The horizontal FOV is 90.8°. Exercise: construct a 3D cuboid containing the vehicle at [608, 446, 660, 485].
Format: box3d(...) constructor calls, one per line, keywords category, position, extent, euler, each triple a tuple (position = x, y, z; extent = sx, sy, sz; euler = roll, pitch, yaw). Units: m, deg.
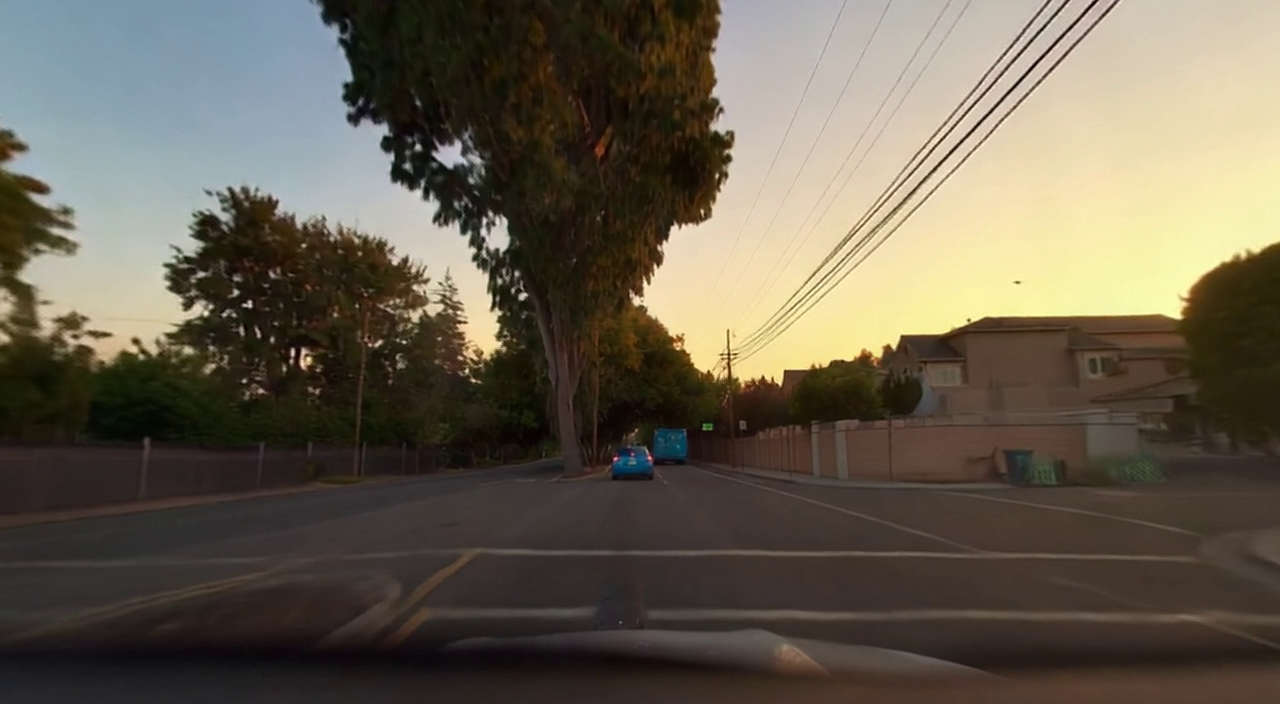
box3d(category="vehicle", position=(-0.264, 4.663, 26.299), extent=(2.018, 1.511, 3.993), euler=(0, -8, -1))
